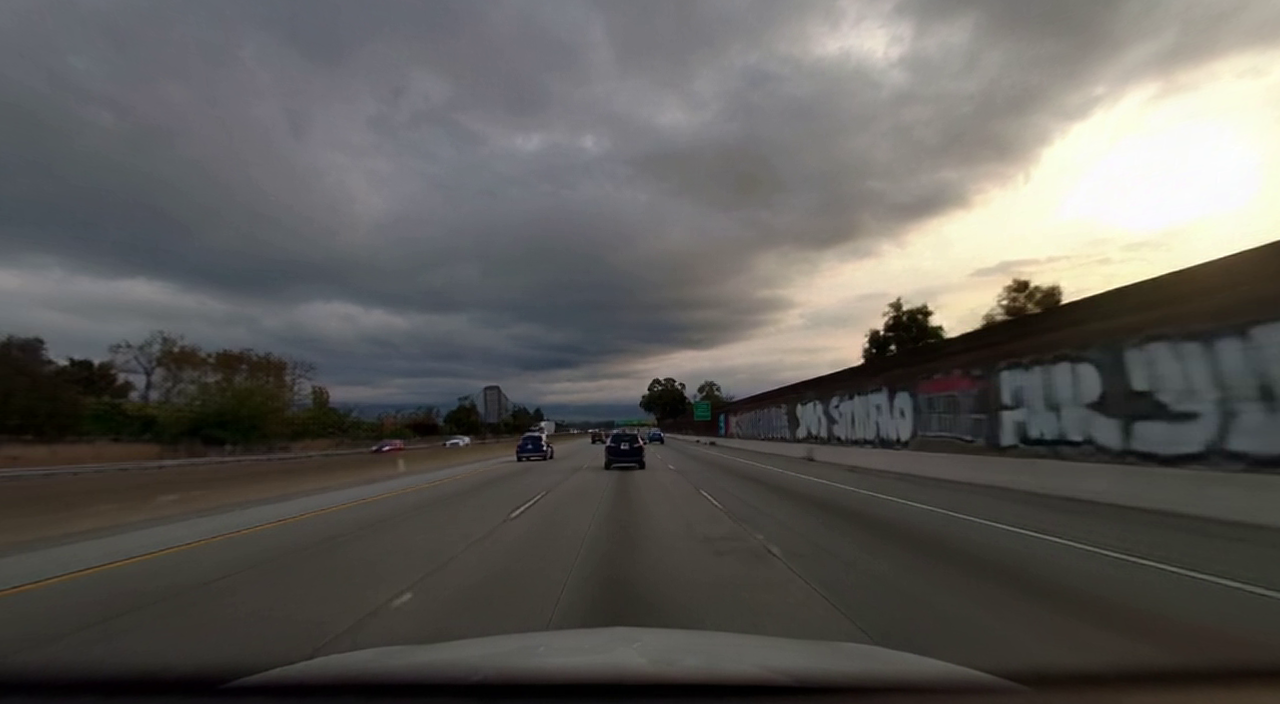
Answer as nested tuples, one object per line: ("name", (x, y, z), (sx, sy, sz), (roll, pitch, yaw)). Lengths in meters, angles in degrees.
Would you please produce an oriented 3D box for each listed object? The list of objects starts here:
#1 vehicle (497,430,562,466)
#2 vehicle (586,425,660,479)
("vehicle", (-4.677, 4.122, 27.285), (2.022, 1.440, 4.491), (0, -8, 0))
("vehicle", (-0.504, 3.035, 19.357), (2.044, 1.477, 3.693), (0, -8, -1))
